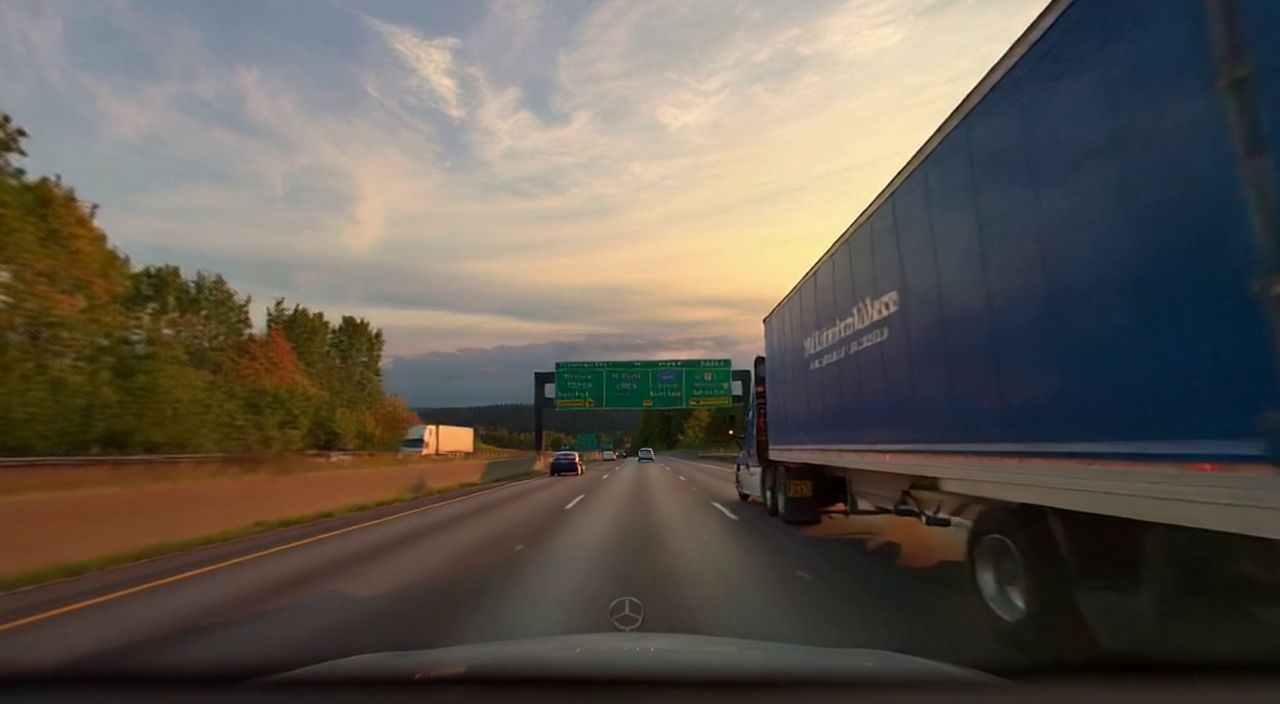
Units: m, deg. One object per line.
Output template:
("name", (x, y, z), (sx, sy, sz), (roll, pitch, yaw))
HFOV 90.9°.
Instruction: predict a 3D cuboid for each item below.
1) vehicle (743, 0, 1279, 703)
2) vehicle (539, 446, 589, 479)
("vehicle", (4.201, 0.665, 9.112), (3.025, 4.005, 14.010), (0, -9, 0))
("vehicle", (-3.590, 5.322, 30.556), (1.918, 1.510, 4.006), (0, -9, 0))
